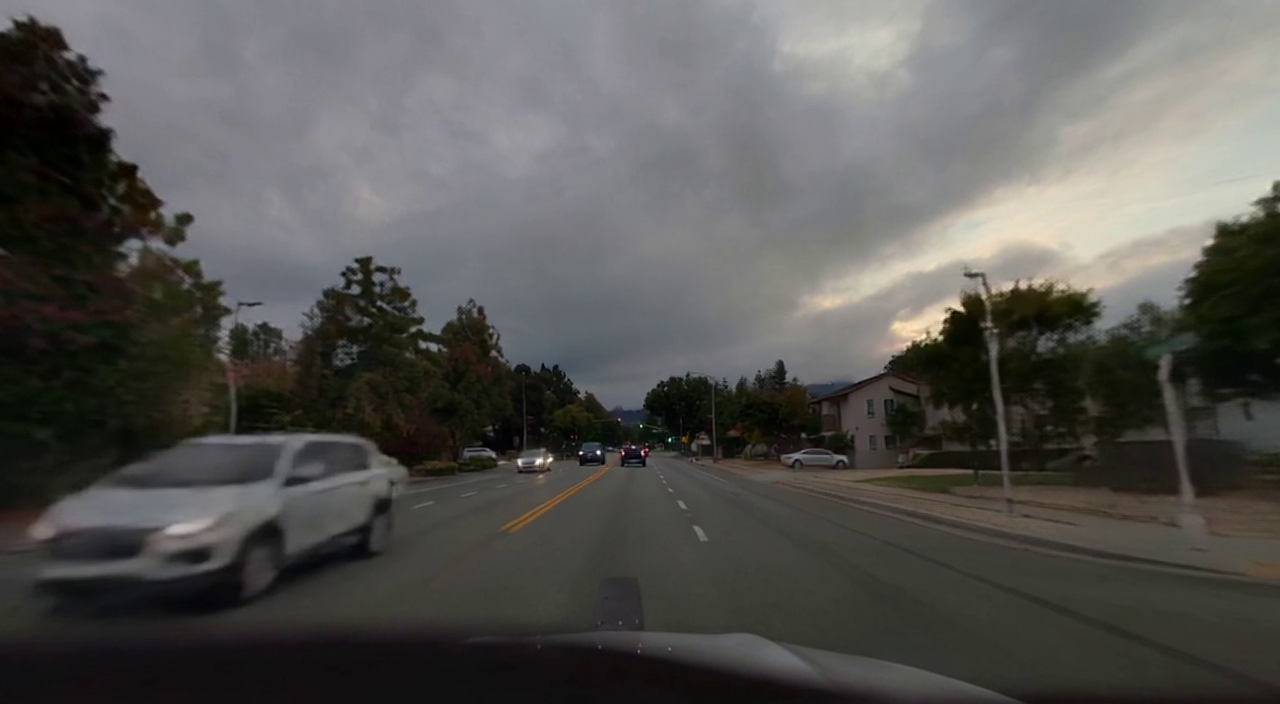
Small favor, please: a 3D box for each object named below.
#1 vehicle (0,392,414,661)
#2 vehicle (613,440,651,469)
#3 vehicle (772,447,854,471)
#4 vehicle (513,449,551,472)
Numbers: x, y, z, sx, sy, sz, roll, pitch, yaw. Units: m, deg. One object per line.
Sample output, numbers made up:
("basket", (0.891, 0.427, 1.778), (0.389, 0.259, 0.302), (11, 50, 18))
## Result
("vehicle", (-4.012, 1.457, 6.275), (1.955, 1.723, 4.287), (0, -9, -1))
("vehicle", (-0.474, 7.398, 45.591), (2.554, 1.902, 5.329), (0, -9, 1))
("vehicle", (11.100, 6.887, 40.818), (4.697, 1.462, 1.881), (0, -8, -2))
("vehicle", (-7.502, 7.538, 44.046), (1.961, 1.510, 3.827), (0, -9, 0))
